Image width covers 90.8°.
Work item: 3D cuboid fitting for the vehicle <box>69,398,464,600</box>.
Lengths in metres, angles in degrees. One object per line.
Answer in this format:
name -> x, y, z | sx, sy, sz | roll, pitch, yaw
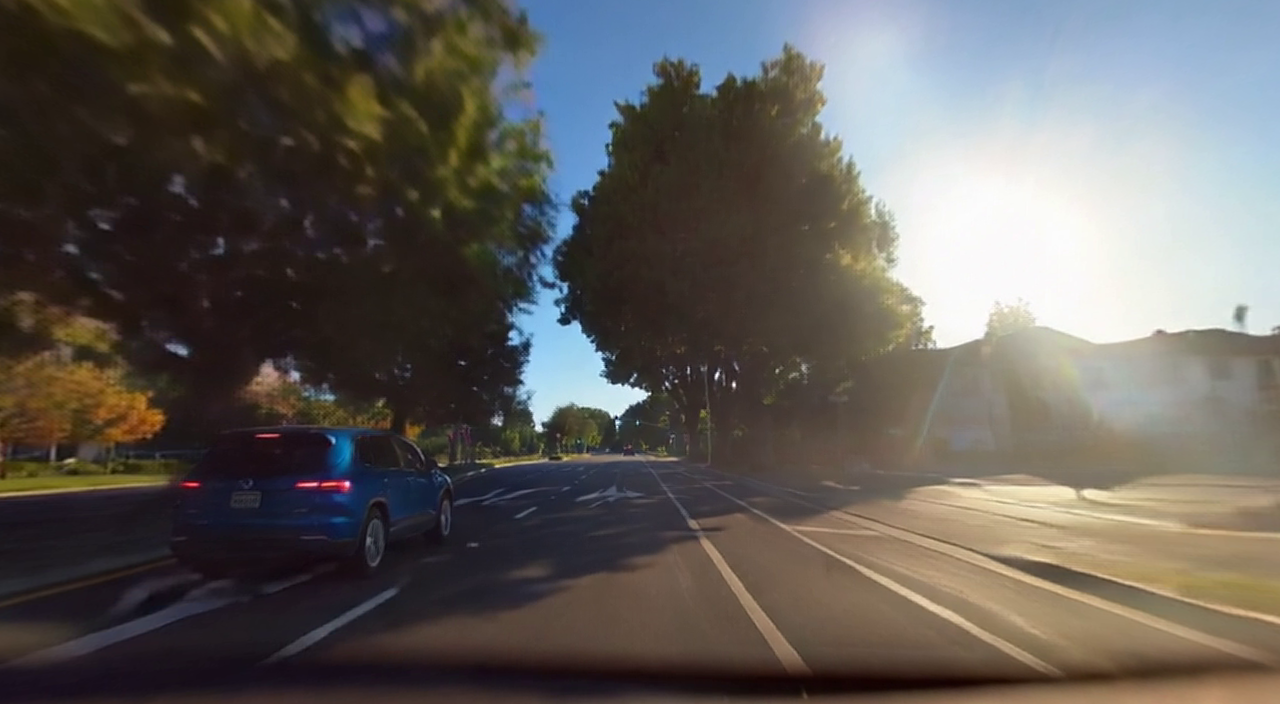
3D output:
vehicle -> -3.860, 1.623, 7.748 | 2.121, 1.724, 4.392 | 1, -9, 0
